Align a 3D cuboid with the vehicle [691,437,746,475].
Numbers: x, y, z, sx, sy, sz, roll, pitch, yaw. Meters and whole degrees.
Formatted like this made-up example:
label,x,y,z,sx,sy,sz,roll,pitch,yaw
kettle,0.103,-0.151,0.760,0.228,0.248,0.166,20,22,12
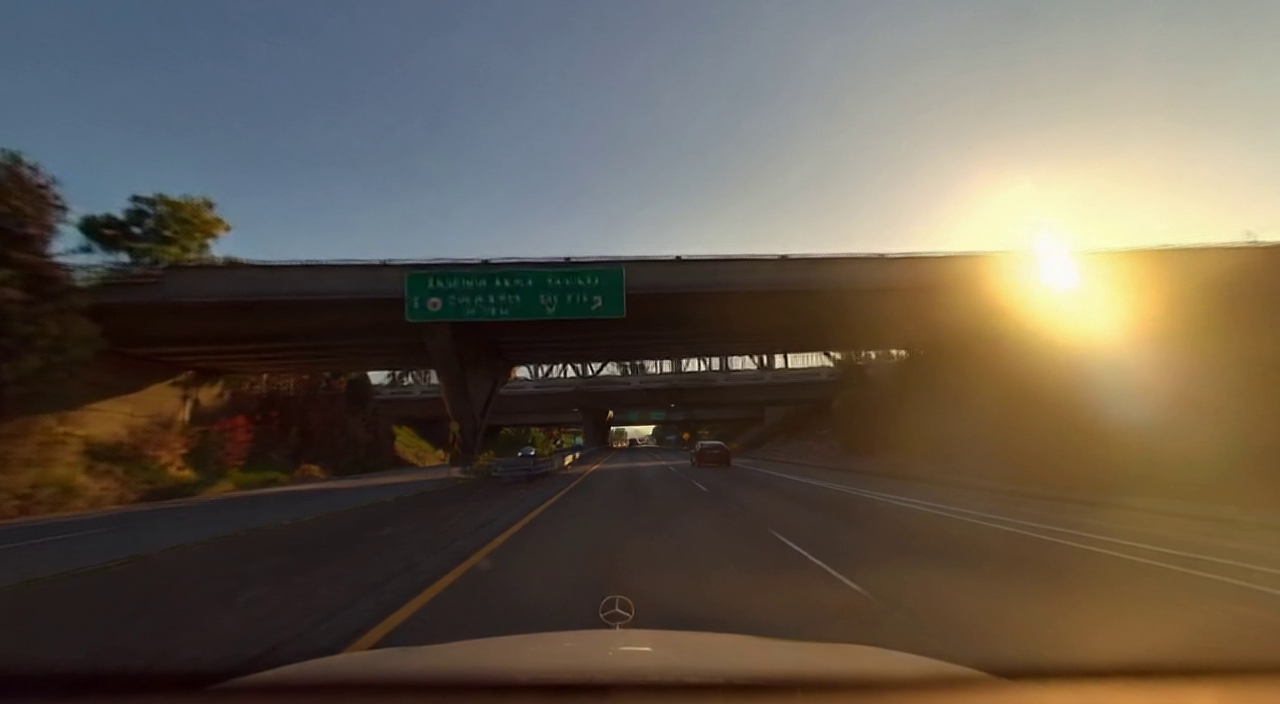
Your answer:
label,x,y,z,sx,sy,sz,roll,pitch,yaw
vehicle,3.276,4.397,26.914,1.781,1.470,3.540,0,-8,-2
